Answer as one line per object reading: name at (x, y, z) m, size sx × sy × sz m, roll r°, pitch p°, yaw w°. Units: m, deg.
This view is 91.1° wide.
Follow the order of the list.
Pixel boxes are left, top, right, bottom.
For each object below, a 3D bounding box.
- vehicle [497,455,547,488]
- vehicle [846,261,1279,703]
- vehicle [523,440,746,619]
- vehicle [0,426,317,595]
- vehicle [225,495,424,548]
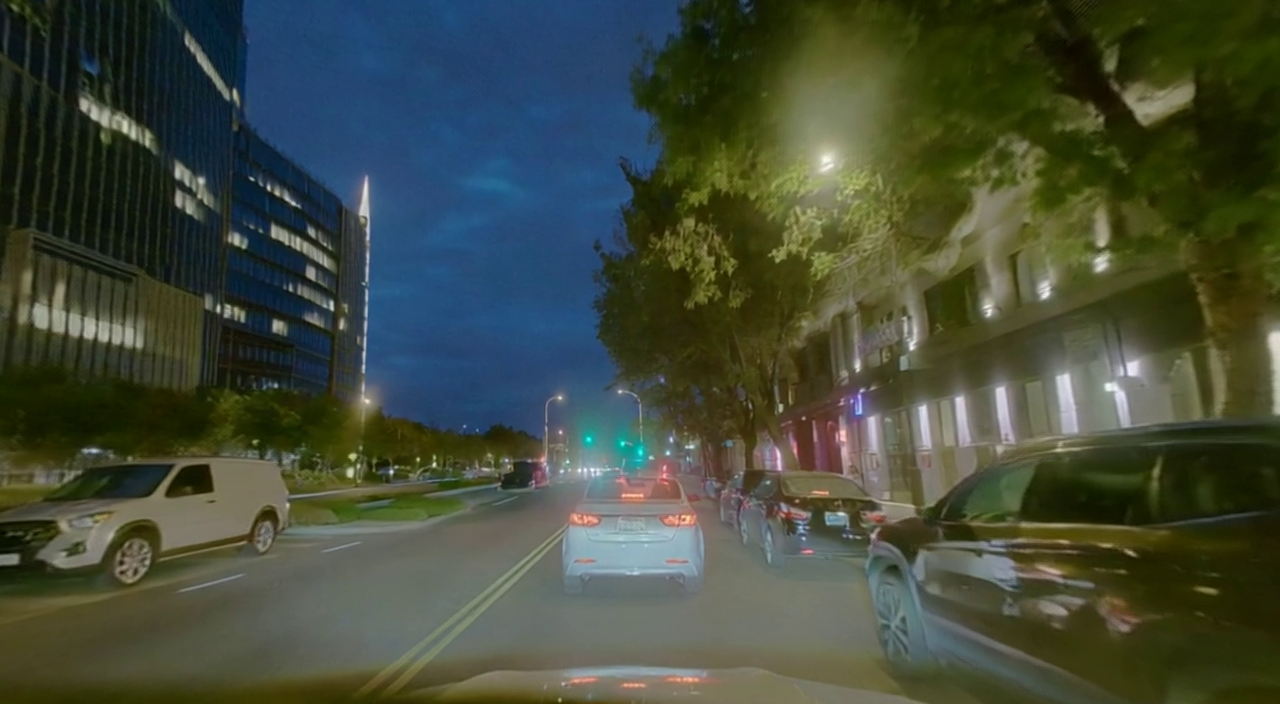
vehicle at (-6.720, 6.924, 36.121) m, size 2.024 × 1.654 × 4.396 m, roll -3°, pitch -12°, yaw 0°
vehicle at (2.739, 0.990, 3.185) m, size 1.868 × 1.920 × 4.501 m, roll 1°, pitch -10°, yaw 1°
vehicle at (-0.037, 1.951, 7.613) m, size 2.018 × 1.583 × 3.646 m, roll 1°, pitch -10°, yaw 0°
vehicle at (-6.768, 2.164, 8.920) m, size 1.994 × 1.701 × 4.520 m, roll -3°, pitch -12°, yaw -1°
vehicle at (-6.938, 3.841, 14.592) m, size 2.223 × 0.774 × 4.789 m, roll 1°, pitch -10°, yaw 0°
